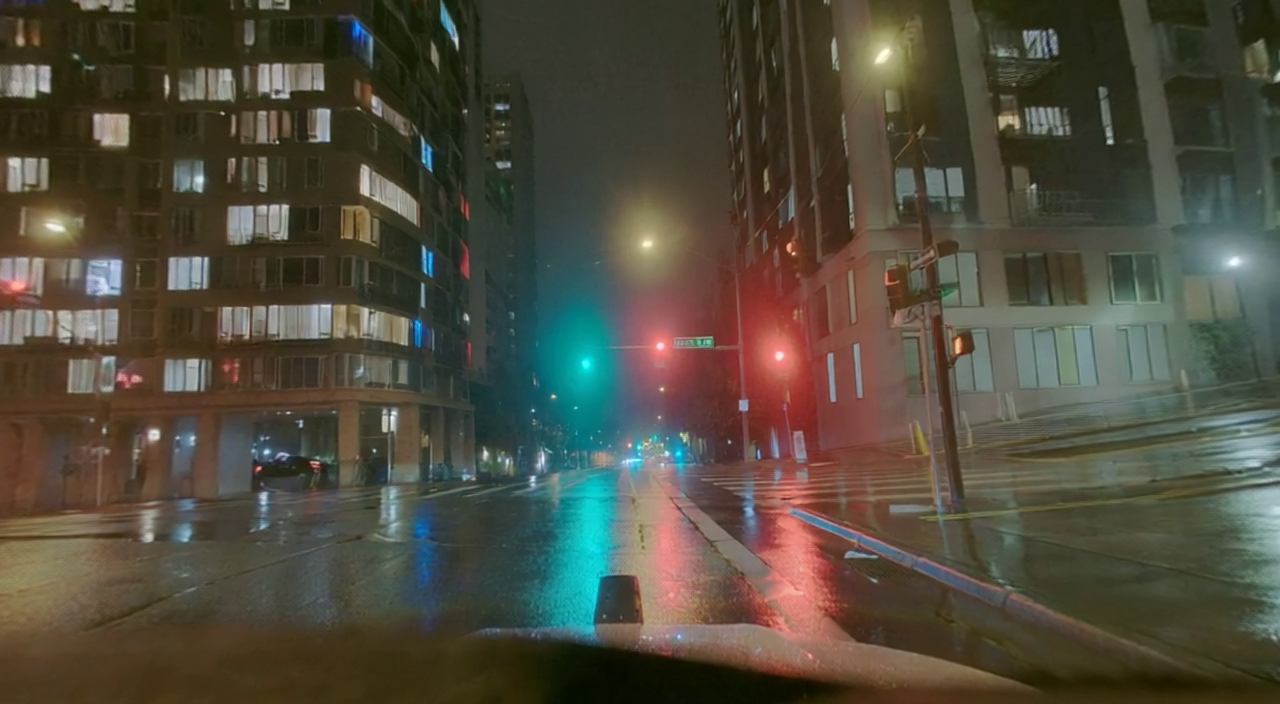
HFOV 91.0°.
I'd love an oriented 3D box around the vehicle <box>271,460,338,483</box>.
[{"bbox_3d":[-24.629,8.778,46.286,3.882,1.600,1.768,0,-9,2],"label":"vehicle"}]
